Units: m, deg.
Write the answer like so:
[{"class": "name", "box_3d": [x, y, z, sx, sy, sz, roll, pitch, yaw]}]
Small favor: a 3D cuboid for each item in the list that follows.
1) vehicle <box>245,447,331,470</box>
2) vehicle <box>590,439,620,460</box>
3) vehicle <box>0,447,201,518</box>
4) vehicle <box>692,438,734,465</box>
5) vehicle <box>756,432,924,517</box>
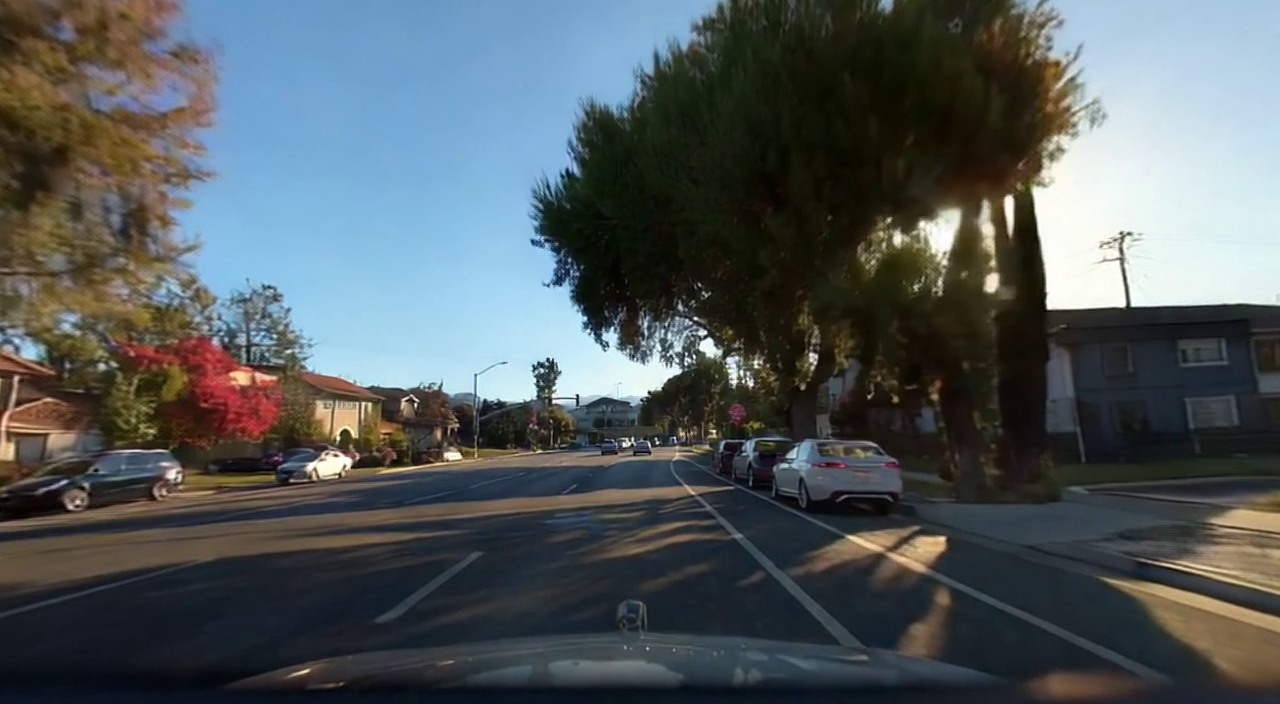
[{"class": "vehicle", "box_3d": [-22.306, 6.739, 40.159, 4.397, 1.423, 1.789, 0, -8, 2]}, {"class": "vehicle", "box_3d": [-2.565, 7.272, 47.211, 1.986, 1.508, 4.261, 0, -8, 0]}, {"class": "vehicle", "box_3d": [-14.144, 3.263, 16.455, 1.923, 1.535, 4.862, 0, -8, 0]}, {"class": "vehicle", "box_3d": [4.245, 5.894, 37.418, 1.964, 1.485, 4.454, 0, -8, 1]}, {"class": "vehicle", "box_3d": [3.911, 2.474, 13.309, 1.956, 1.468, 4.524, 0, -8, -1]}]
